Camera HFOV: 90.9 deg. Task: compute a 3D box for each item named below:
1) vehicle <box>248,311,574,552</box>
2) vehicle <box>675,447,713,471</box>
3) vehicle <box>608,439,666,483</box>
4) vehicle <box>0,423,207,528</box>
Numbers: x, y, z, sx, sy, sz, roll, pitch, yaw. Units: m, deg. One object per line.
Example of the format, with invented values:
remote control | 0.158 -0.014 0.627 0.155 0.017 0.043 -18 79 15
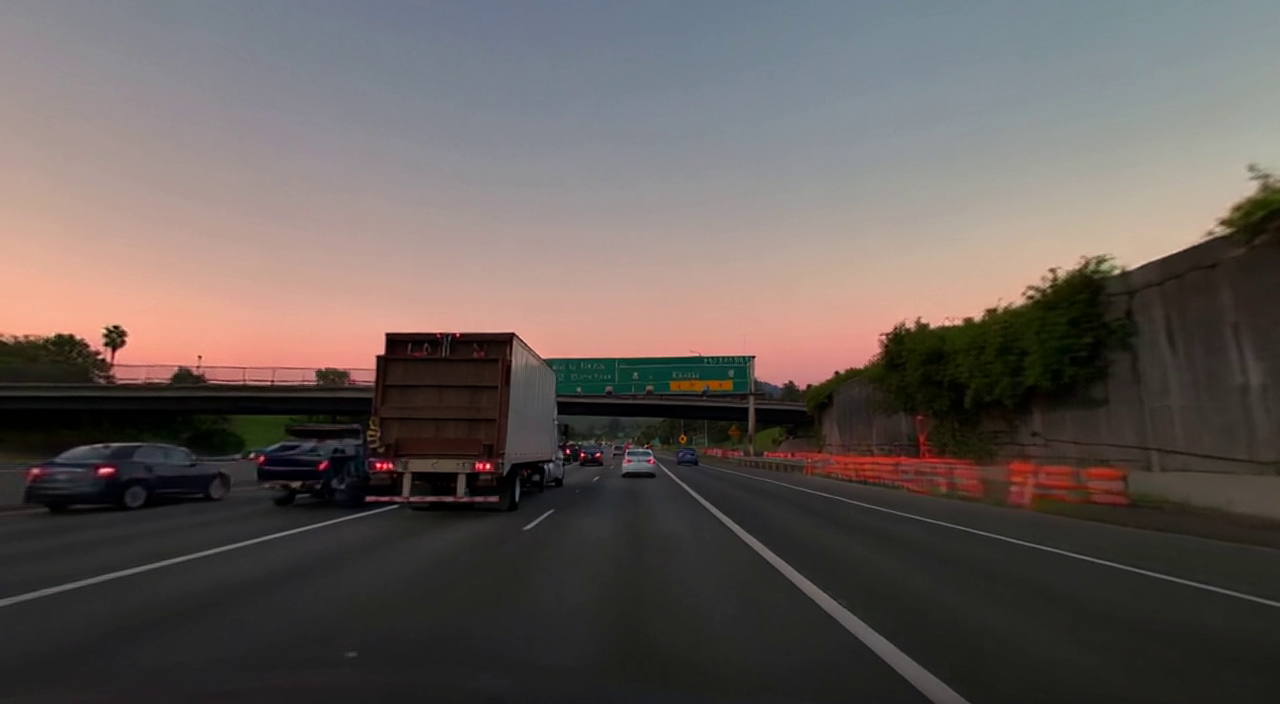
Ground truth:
vehicle | -3.665 1.854 14.144 3.075 3.276 11.073 0 -8 0
vehicle | 3.405 6.858 40.581 2.003 1.465 4.092 0 -8 -1
vehicle | -0.159 4.589 26.872 2.270 1.696 4.061 0 -8 -1
vehicle | -11.574 2.427 13.012 1.999 1.764 4.597 0 -8 0
